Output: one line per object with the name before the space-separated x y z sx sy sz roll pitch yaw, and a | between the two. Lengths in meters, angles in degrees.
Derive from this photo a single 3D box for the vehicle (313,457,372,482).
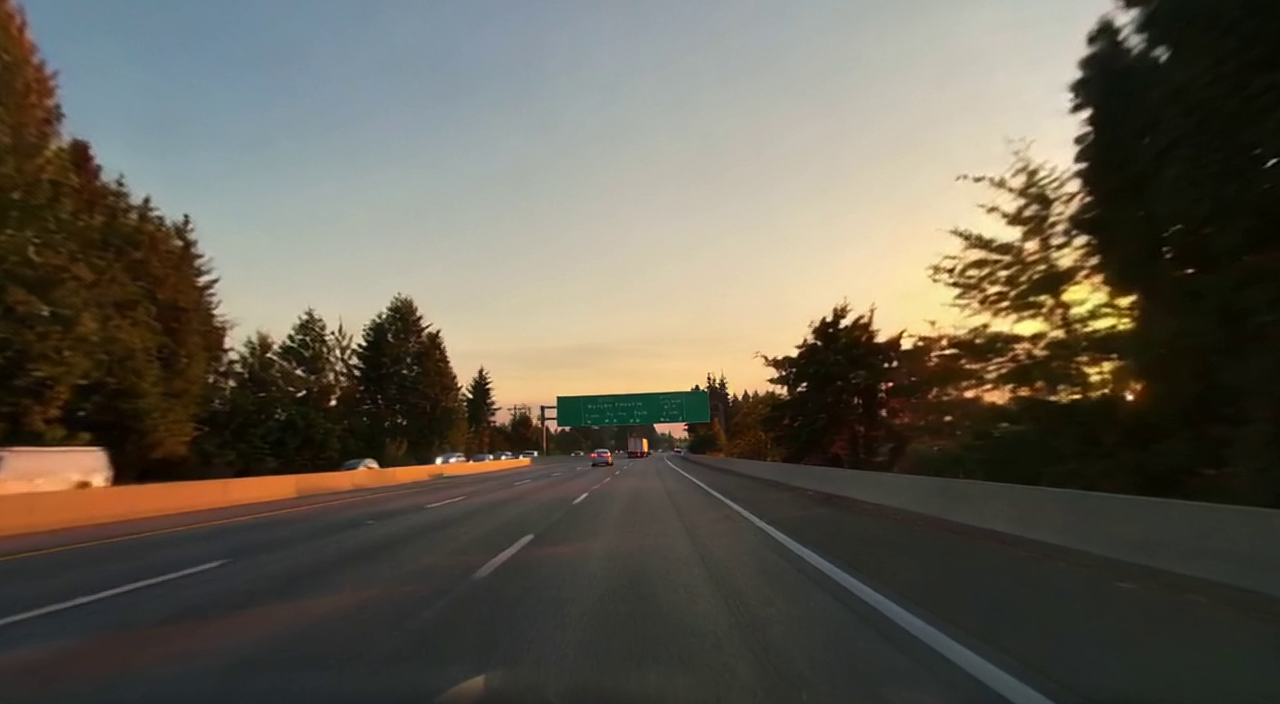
vehicle | -19.349 7.618 40.902 1.800 1.493 3.928 0 -9 2
